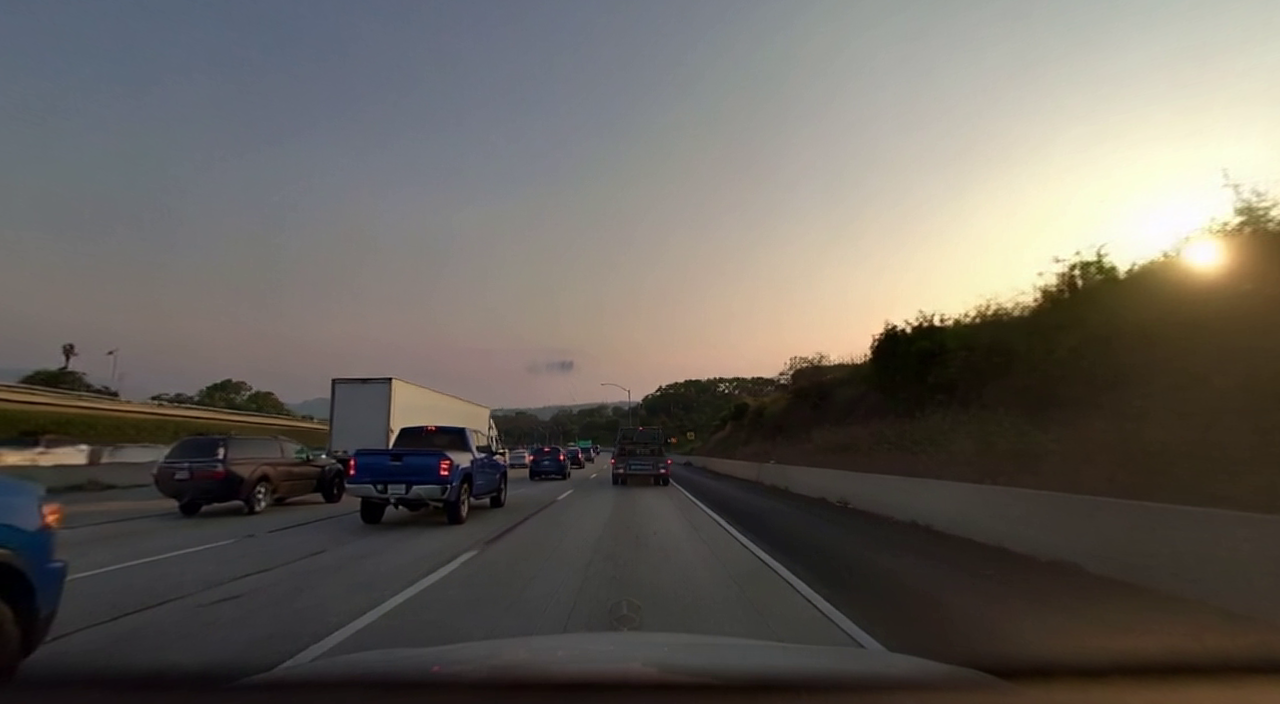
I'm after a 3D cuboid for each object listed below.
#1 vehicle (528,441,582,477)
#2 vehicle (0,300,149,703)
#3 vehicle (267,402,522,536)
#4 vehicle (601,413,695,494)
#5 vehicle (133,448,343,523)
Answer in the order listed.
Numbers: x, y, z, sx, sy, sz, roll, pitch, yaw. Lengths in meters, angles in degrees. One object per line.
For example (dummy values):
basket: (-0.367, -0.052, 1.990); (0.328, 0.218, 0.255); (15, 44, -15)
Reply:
vehicle: (-4.618, 5.903, 35.118); (2.329, 1.859, 4.823); (0, -9, 1)
vehicle: (-3.553, 0.452, 0.439); (2.303, 1.835, 5.044); (0, -9, 1)
vehicle: (-4.167, 2.168, 12.278); (2.575, 1.958, 5.730); (0, -9, 1)
vehicle: (0.121, 3.702, 23.367); (2.886, 2.471, 7.692); (0, -9, -2)
vehicle: (-8.683, 2.881, 14.209); (1.893, 1.409, 4.154); (-1, -9, 2)
